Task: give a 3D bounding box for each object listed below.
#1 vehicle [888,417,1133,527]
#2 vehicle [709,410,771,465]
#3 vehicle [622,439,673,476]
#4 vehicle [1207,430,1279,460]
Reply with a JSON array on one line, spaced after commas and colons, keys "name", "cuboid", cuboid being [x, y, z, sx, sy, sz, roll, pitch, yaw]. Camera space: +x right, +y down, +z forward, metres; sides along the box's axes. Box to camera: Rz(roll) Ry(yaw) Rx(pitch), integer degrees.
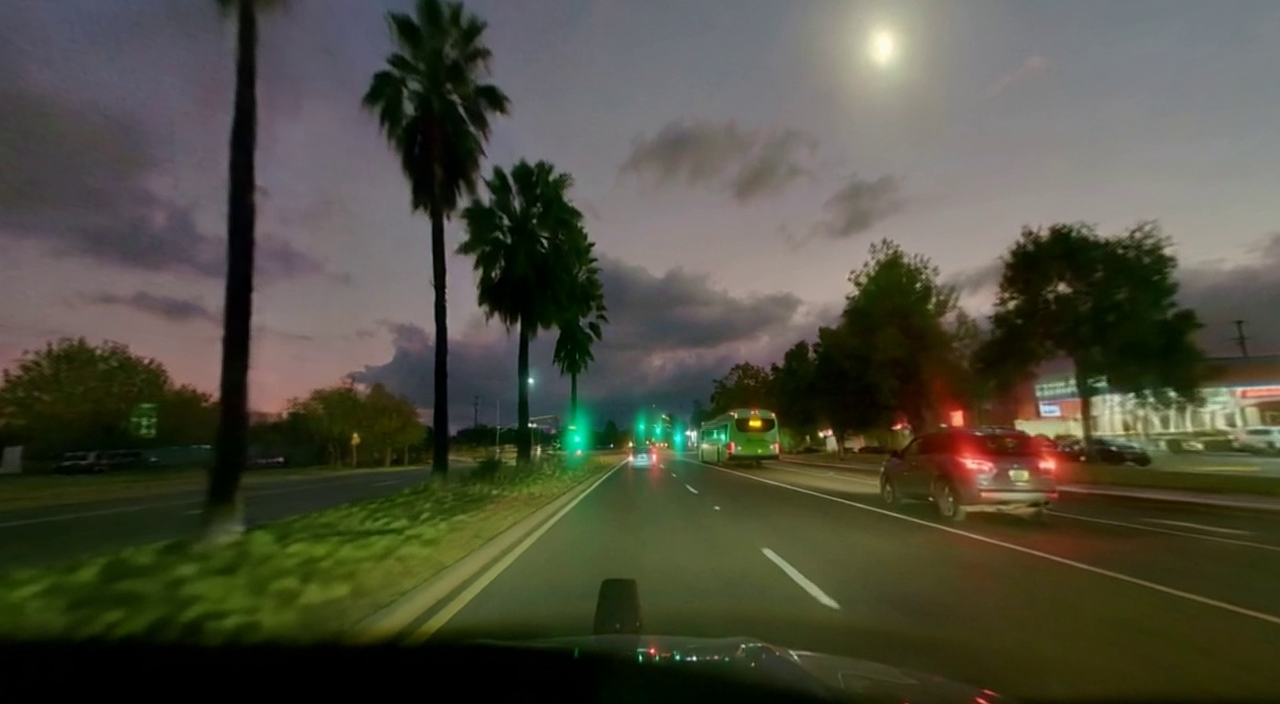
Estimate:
[{"name": "vehicle", "cuboid": [6.506, 2.151, 11.814, 2.031, 1.670, 4.154, 0, -9, 0]}, {"name": "vehicle", "cuboid": [6.766, 6.059, 44.244, 2.795, 3.383, 9.287, 0, -9, 0]}, {"name": "vehicle", "cuboid": [0.285, 4.609, 27.692, 2.065, 1.477, 4.306, 0, -9, 0]}, {"name": "vehicle", "cuboid": [35.584, 5.310, 36.075, 1.908, 1.637, 4.765, -2, -9, 0]}]
